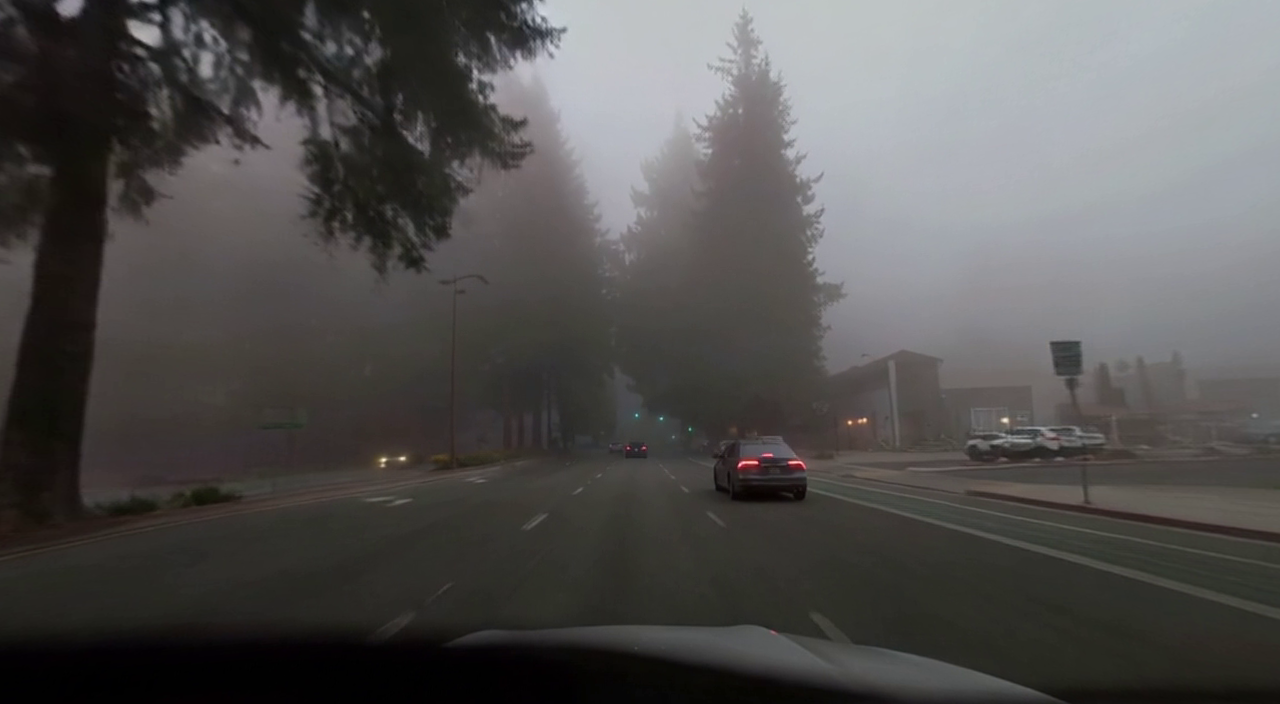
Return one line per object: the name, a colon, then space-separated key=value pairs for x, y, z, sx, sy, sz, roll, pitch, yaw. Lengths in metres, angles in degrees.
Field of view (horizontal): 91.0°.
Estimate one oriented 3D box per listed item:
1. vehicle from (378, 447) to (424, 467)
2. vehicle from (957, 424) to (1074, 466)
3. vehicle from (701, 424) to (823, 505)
vehicle: x=-18.172 y=7.991 z=48.049 sx=1.865 sy=1.452 sz=4.504 roll=0 pitch=-8 yaw=-1
vehicle: x=17.386 y=4.347 z=29.508 sx=2.131 sy=1.782 sz=5.183 roll=0 pitch=-8 yaw=-2
vehicle: x=2.743 y=2.636 z=15.164 sx=2.022 sy=1.656 sz=4.025 roll=0 pitch=-8 yaw=-1
